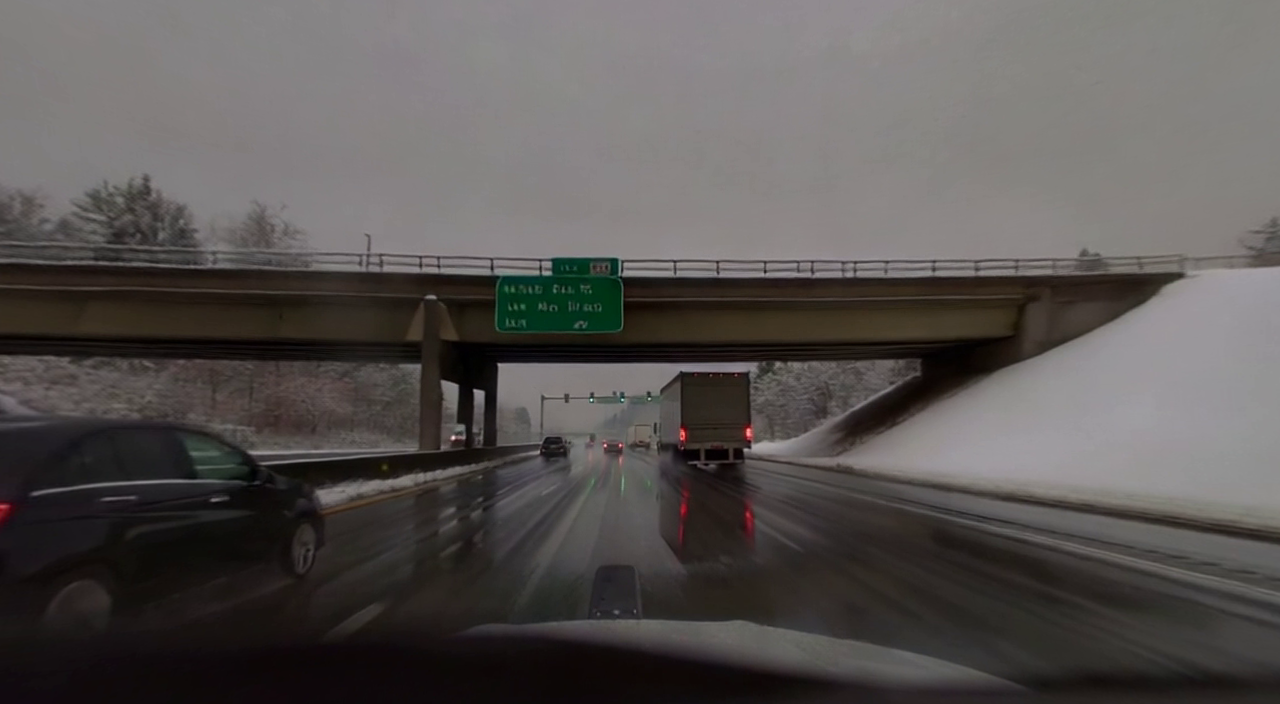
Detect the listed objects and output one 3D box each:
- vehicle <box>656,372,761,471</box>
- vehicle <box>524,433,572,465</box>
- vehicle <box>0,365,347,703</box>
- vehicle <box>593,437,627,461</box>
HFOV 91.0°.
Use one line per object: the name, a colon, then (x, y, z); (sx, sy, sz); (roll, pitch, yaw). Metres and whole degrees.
vehicle: (2.984, 3.825, 32.794); (3.301, 4.034, 13.722); (0, -8, -3)
vehicle: (-5.359, 5.726, 37.218); (2.377, 1.747, 4.703); (0, -8, -3)
vehicle: (-4.138, 1.103, 4.300); (2.213, 1.650, 4.403); (0, -8, -1)
vehicle: (-2.086, 6.531, 42.528); (2.125, 1.542, 3.816); (0, -8, -5)
